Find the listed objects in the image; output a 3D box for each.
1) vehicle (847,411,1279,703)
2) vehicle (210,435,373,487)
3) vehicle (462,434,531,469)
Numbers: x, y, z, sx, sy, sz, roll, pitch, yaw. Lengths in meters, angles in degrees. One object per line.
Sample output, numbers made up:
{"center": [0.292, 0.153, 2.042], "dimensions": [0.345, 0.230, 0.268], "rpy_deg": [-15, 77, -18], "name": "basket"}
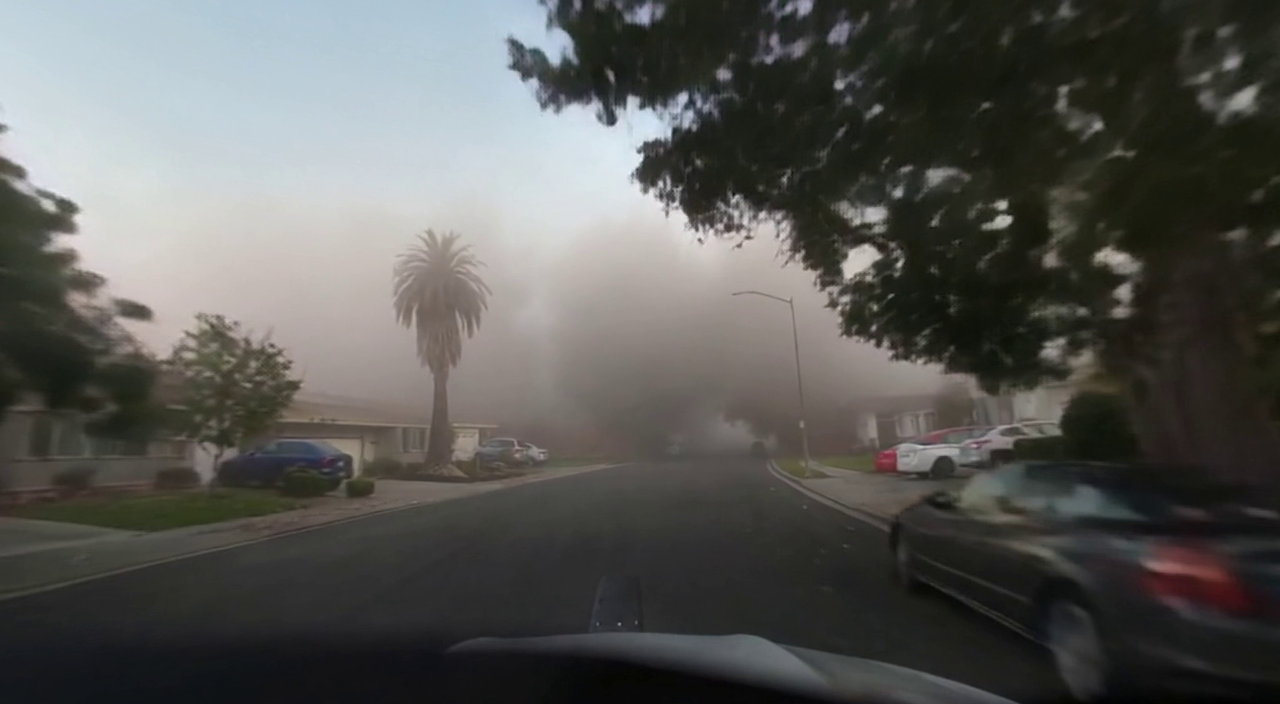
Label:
{"center": [3.198, 1.294, 4.457], "dimensions": [2.045, 1.519, 4.231], "rpy_deg": [0, -8, 1], "name": "vehicle"}
{"center": [-12.580, 3.907, 22.821], "dimensions": [5.015, 1.746, 1.968], "rpy_deg": [-2, -9, 13], "name": "vehicle"}
{"center": [-9.401, 6.582, 41.515], "dimensions": [3.918, 1.719, 1.988], "rpy_deg": [-4, -21, 5], "name": "vehicle"}
